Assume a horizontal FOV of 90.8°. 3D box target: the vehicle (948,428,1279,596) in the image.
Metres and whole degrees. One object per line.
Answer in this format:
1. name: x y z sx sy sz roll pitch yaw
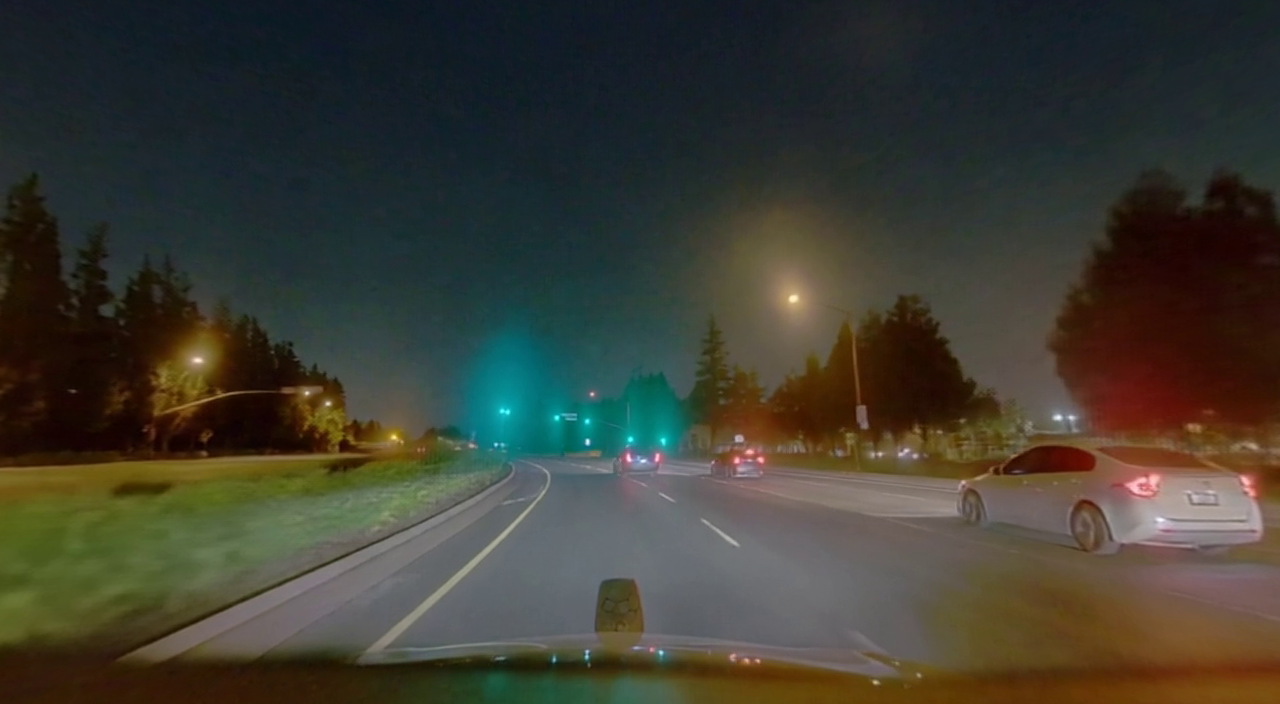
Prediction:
1. vehicle: 5.987 1.750 7.883 1.882 1.476 4.344 0 -8 -3

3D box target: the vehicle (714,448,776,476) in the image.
1. vehicle: 5.949 6.281 36.365 1.940 1.460 4.652 2 -9 -12

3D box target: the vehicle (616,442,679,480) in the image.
1. vehicle: 0.255 5.146 30.189 2.122 1.646 4.525 2 -9 -11
